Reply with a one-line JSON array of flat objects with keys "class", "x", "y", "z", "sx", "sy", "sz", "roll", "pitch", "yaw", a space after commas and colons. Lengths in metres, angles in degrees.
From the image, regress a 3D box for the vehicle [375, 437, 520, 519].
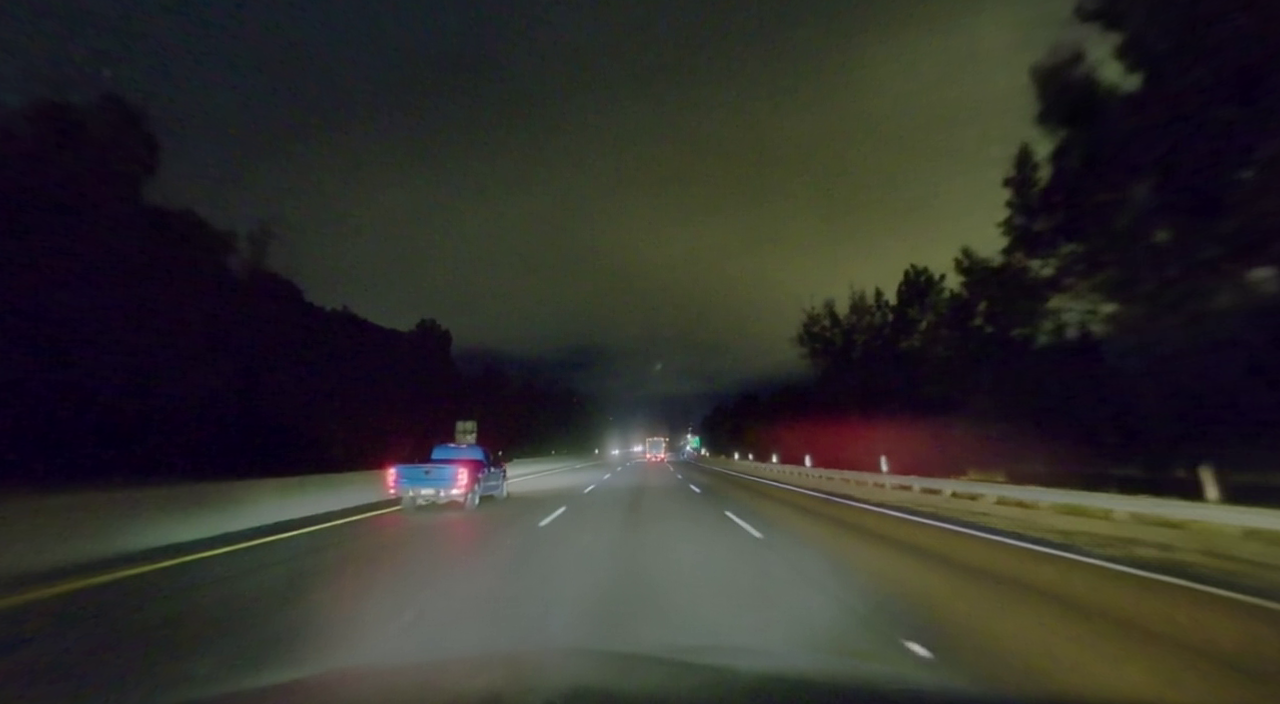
[{"class": "vehicle", "x": -4.164, "y": 2.787, "z": 14.454, "sx": 2.035, "sy": 1.595, "sz": 4.022, "roll": 0, "pitch": -9, "yaw": 0}]
